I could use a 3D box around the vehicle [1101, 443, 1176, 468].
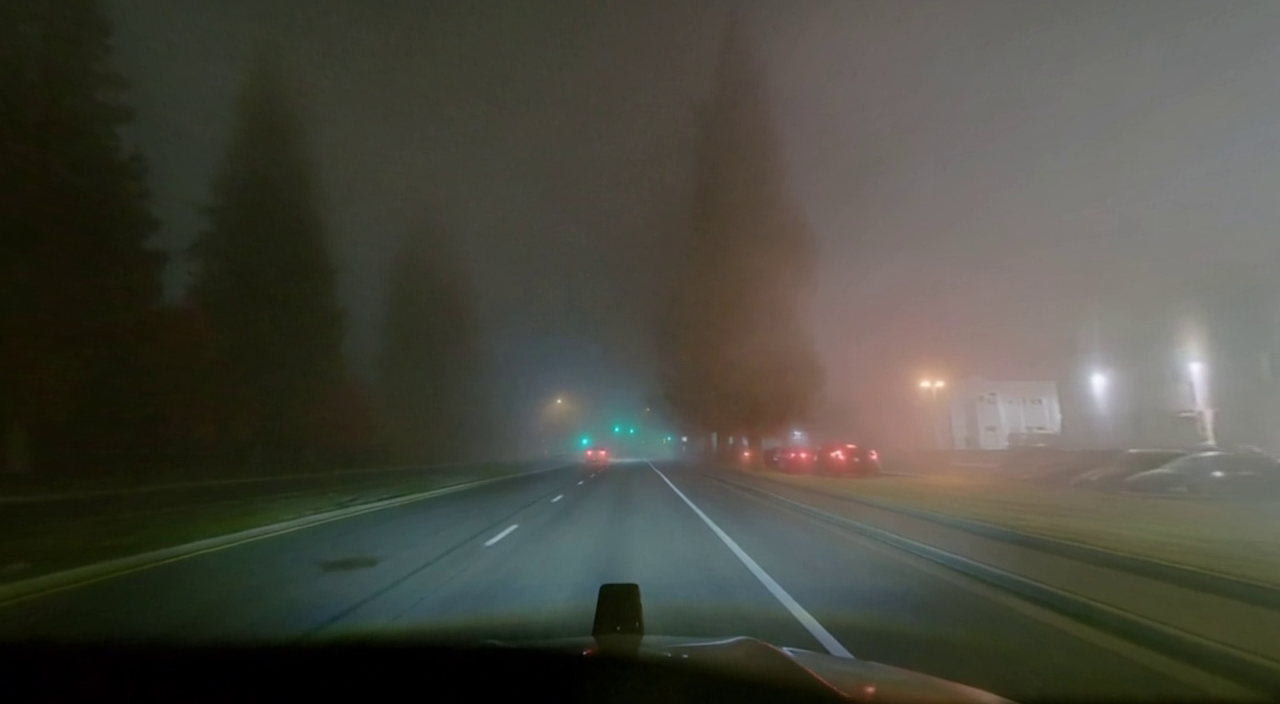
[{"bbox_3d":[33.703,6.981,42.857,1.852,1.604,3.693,1,-9,-5],"label":"vehicle"}]

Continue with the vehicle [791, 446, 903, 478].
[{"bbox_3d":[9.597,5.109,29.513,4.466,1.440,2.091,1,-9,-5],"label":"vehicle"}]

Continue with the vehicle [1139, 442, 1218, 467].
[{"bbox_3d":[36.339,6.931,42.739,1.767,1.614,3.791,1,-9,-6],"label":"vehicle"}]

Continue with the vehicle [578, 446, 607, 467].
[{"bbox_3d":[-3.647,8.101,49.261,2.030,1.550,3.925,0,-9,0],"label":"vehicle"}]
